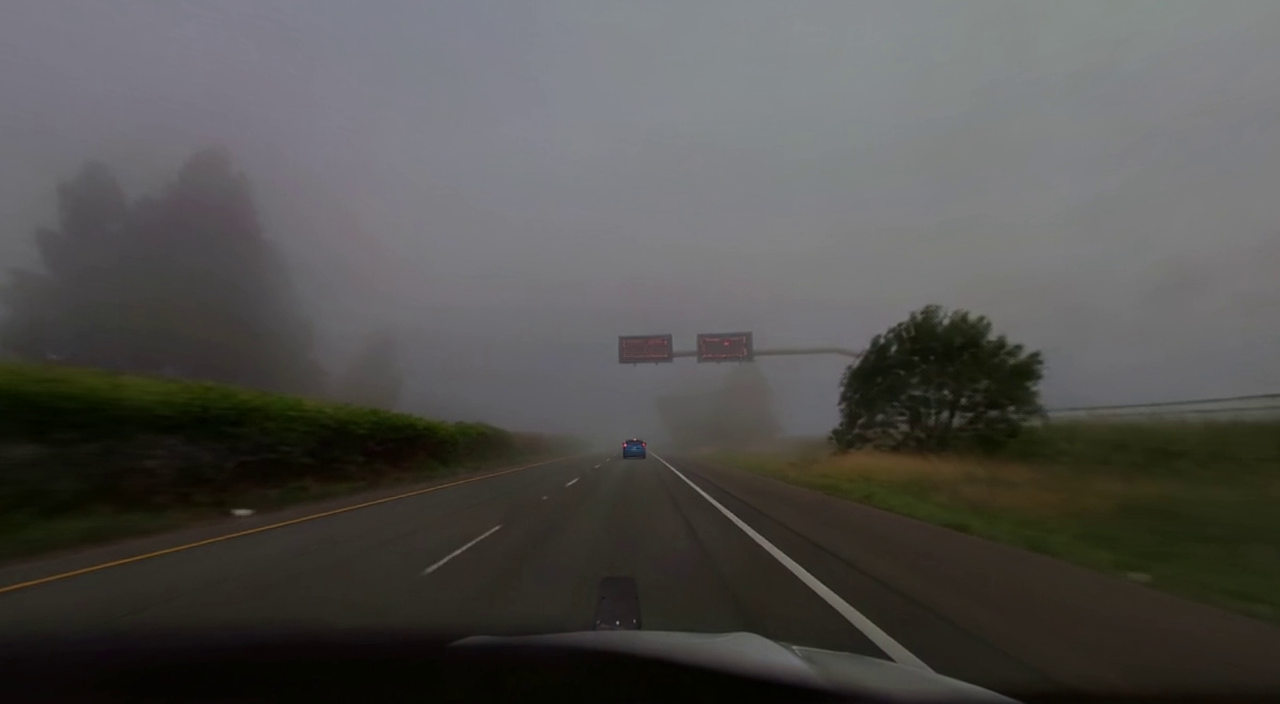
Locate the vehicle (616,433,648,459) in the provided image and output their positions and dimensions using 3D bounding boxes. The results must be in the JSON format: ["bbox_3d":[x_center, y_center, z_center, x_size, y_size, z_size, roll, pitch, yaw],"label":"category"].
[{"bbox_3d":[-0.594,6.682,44.741,2.180,1.717,4.139,0,-8,-1],"label":"vehicle"}]
